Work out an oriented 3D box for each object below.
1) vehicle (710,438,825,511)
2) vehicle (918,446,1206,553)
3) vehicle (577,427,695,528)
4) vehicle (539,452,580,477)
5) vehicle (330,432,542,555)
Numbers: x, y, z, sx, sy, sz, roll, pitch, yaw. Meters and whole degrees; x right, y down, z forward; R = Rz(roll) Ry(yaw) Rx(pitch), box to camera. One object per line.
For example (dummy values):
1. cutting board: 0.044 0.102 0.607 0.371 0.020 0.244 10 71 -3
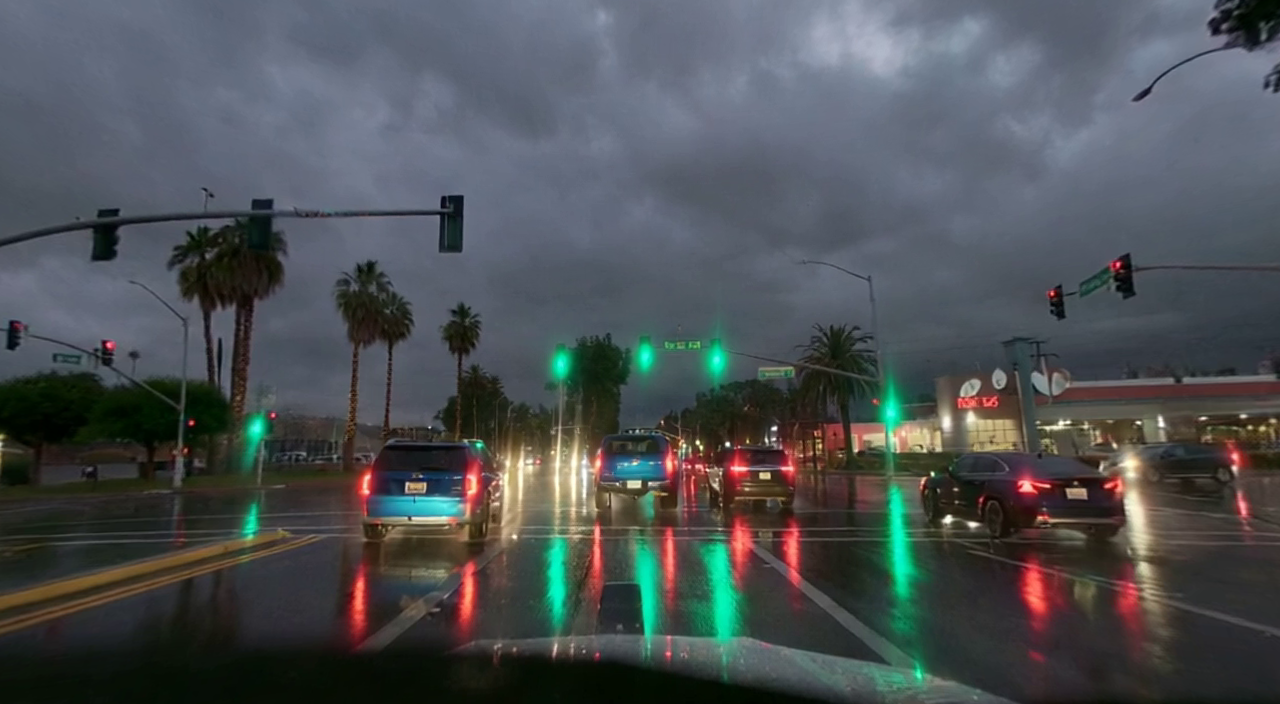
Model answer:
1. vehicle: 3.274 3.232 17.204 2.112 1.710 4.234 0 -9 -2
2. vehicle: 6.793 2.364 10.927 1.944 1.447 4.309 0 -9 -1
3. vehicle: -0.134 2.593 13.602 2.151 1.787 4.109 0 -9 -2
4. vehicle: -5.067 7.163 40.317 2.030 1.441 4.324 0 -9 1
5. vehicle: -3.129 2.272 10.897 2.201 1.644 4.465 0 -9 -1
